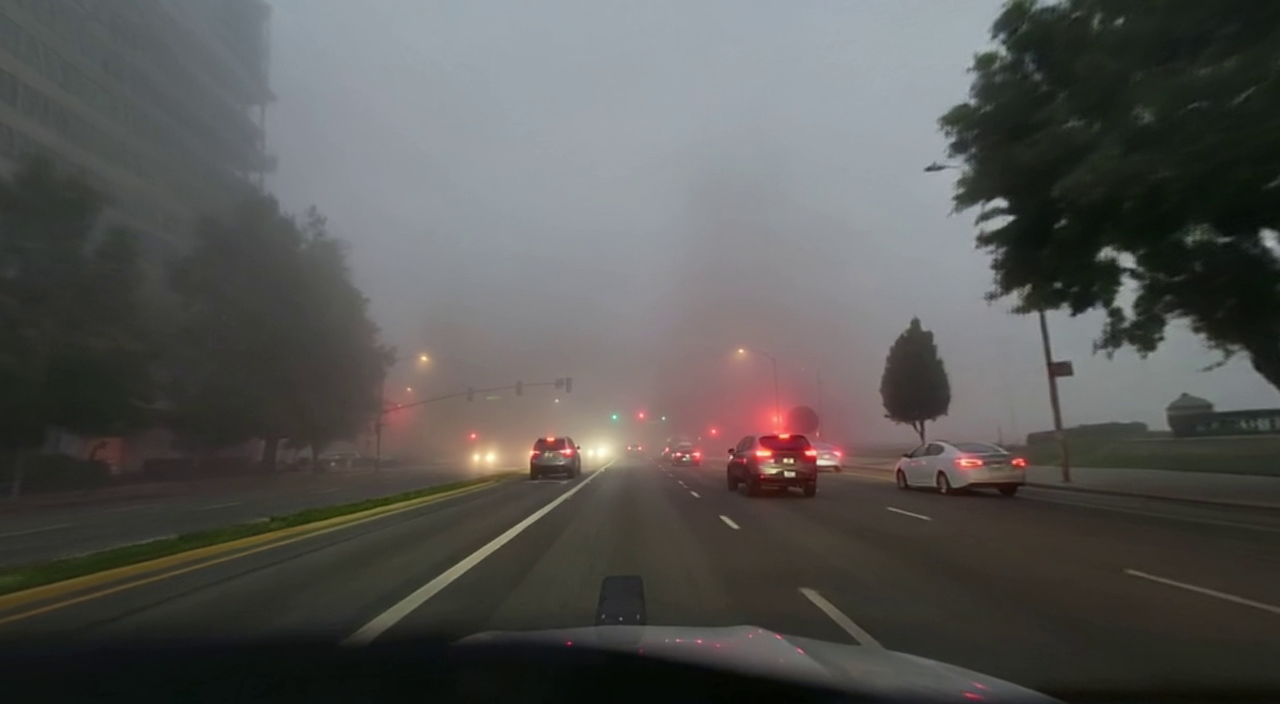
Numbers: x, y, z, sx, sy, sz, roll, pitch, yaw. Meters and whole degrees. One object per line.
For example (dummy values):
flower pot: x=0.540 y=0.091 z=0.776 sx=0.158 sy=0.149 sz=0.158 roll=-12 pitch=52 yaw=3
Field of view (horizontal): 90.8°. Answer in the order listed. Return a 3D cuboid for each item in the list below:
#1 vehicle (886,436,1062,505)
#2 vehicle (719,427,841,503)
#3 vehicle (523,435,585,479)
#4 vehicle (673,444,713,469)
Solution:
vehicle: x=8.336 y=2.980 z=16.396 sx=1.944 sy=1.503 sz=4.723 roll=0 pitch=-8 yaw=0
vehicle: x=3.619 y=3.025 z=17.360 sx=2.152 sy=1.742 sz=4.704 roll=0 pitch=-8 yaw=-1
vehicle: x=-3.755 y=4.678 z=28.356 sx=2.155 sy=1.797 sz=3.989 roll=-1 pitch=-8 yaw=1
vehicle: x=3.336 y=6.686 z=40.733 sx=2.054 sy=1.473 sz=4.511 roll=0 pitch=-8 yaw=-2
